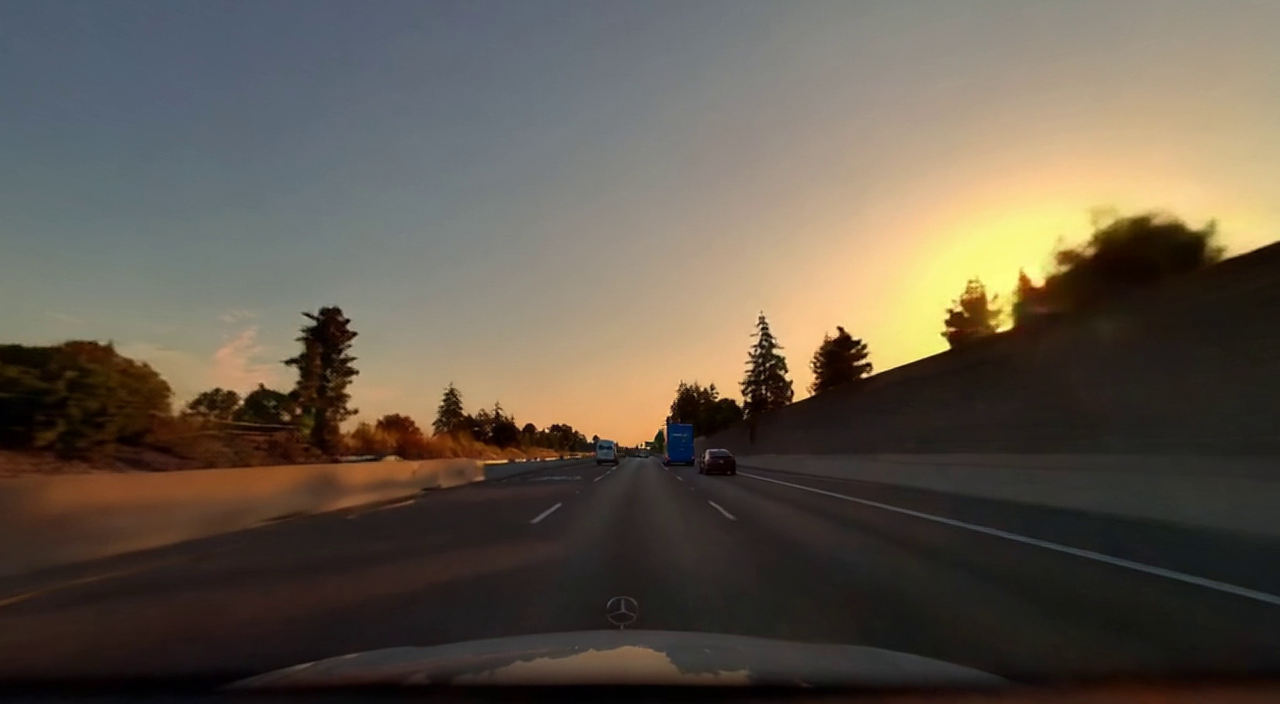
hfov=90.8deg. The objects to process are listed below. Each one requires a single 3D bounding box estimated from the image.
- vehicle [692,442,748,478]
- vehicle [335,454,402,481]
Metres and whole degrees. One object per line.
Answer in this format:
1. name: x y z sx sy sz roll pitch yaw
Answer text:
1. vehicle: 3.832 5.262 30.976 2.066 1.638 4.158 0 -9 -1
2. vehicle: -16.246 6.899 37.977 1.963 1.432 4.455 -1 -9 1
